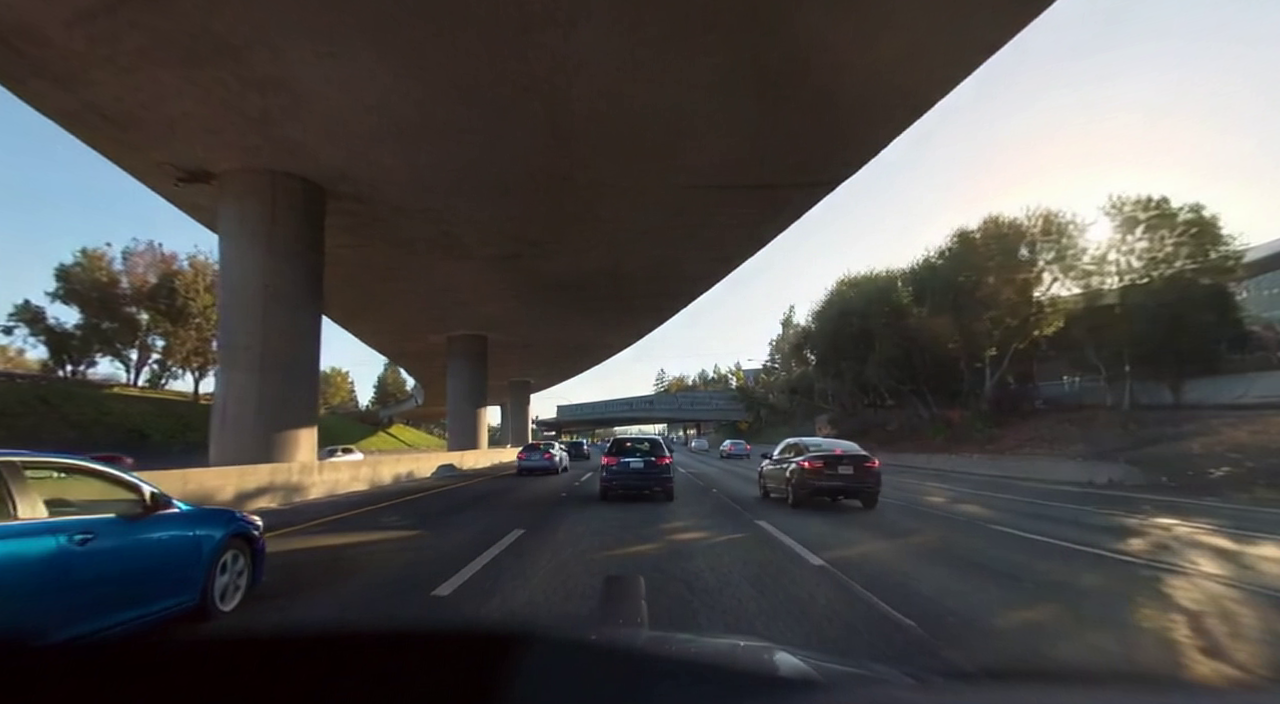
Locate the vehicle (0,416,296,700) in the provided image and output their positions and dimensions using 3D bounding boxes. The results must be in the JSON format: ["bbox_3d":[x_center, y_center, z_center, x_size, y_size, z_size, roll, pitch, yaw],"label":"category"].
[{"bbox_3d":[-4.351,1.155,3.826,1.974,1.478,4.412,0,-9,0],"label":"vehicle"}]

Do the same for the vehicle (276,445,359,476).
[{"bbox_3d":[-17.650,5.948,34.774,1.931,1.528,4.799,0,-9,1],"label":"vehicle"}]

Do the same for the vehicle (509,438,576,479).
[{"bbox_3d":[-3.921,4.351,26.044,1.947,1.516,4.295,0,-9,1],"label":"vehicle"}]

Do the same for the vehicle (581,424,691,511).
[{"bbox_3d":[-0.054,2.596,14.547,2.181,1.697,4.021,0,-9,1],"label":"vehicle"}]

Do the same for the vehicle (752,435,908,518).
[{"bbox_3d":[3.936,2.660,14.007,2.031,1.492,4.577,0,-9,0],"label":"vehicle"}]
